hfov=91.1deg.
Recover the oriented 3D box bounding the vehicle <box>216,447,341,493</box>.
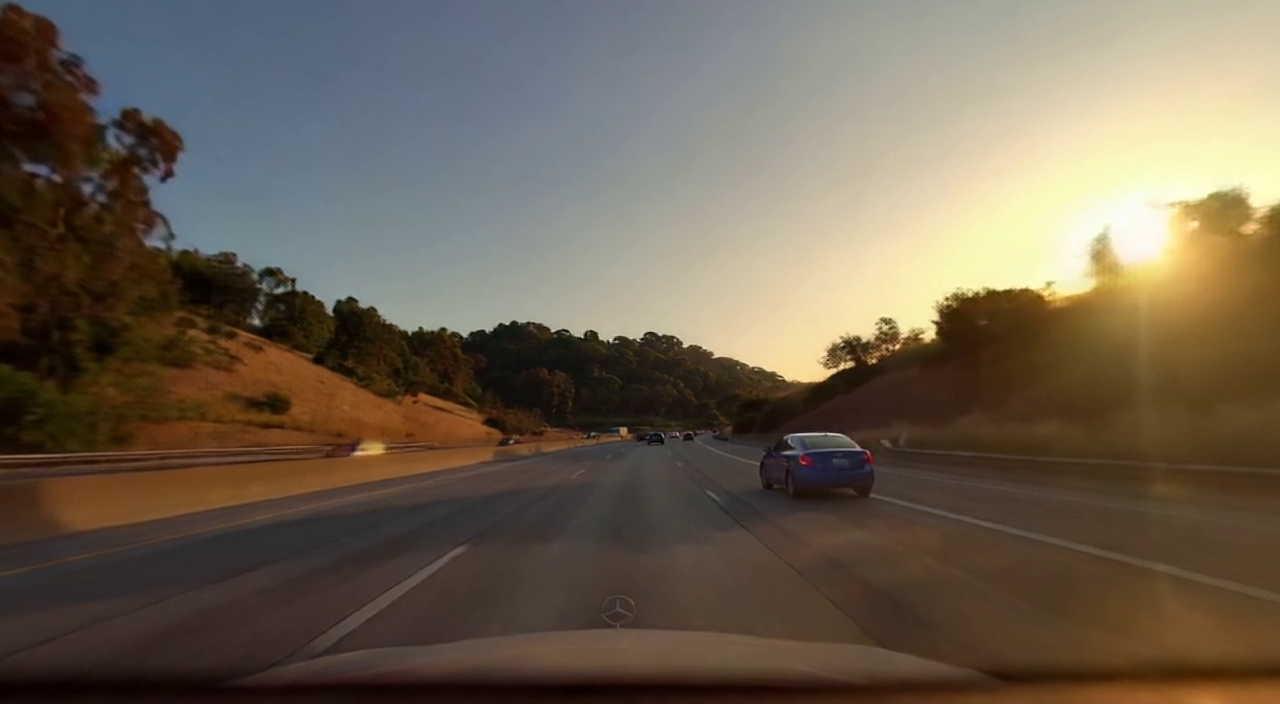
[{"bbox_3d":[-12.385,4.022,21.850,2.066,1.396,3.813,0,-8,0],"label":"vehicle"}]

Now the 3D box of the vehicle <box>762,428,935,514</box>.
[{"bbox_3d":[3.990,2.323,12.951,1.982,1.452,4.294,0,-8,-2],"label":"vehicle"}]

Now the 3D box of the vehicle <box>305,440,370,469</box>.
[{"bbox_3d":[-16.312,5.517,34.078,1.643,1.413,3.777,0,-8,0],"label":"vehicle"}]
